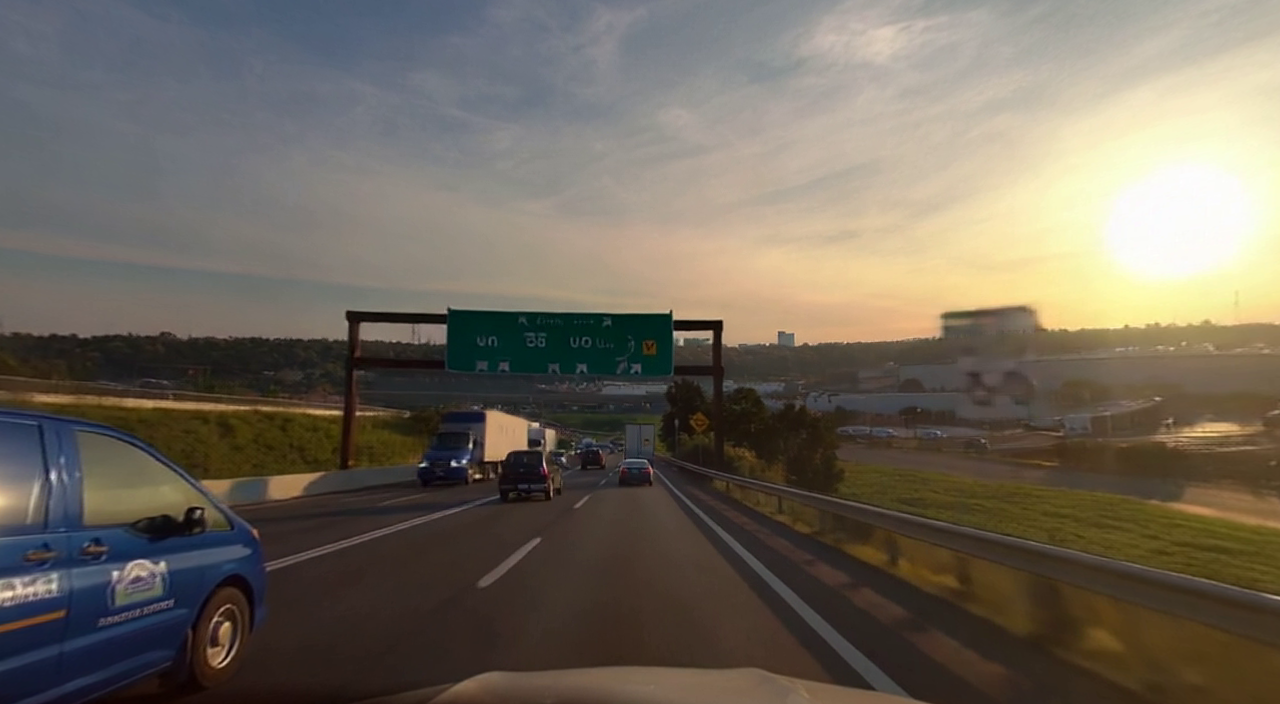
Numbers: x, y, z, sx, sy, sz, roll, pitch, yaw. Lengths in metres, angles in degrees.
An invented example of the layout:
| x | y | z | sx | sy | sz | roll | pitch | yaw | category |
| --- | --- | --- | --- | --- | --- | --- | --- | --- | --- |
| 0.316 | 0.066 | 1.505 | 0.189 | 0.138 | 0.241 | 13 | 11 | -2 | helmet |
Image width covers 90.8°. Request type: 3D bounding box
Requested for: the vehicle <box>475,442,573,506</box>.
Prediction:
| x | y | z | sx | sy | sz | roll | pitch | yaw | category |
| --- | --- | --- | --- | --- | --- | --- | --- | --- | --- |
| -3.171 | 3.427 | 18.177 | 1.937 | 1.600 | 4.141 | 0 | -9 | 1 | vehicle |

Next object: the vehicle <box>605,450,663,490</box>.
| x | y | z | sx | sy | sz | roll | pitch | yaw | category |
| --- | --- | --- | --- | --- | --- | --- | --- | --- | --- |
| -0.211 | 4.514 | 24.472 | 2.095 | 1.393 | 3.908 | 0 | -9 | 0 | vehicle |

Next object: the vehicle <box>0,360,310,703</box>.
| x | y | z | sx | sy | sz | roll | pitch | yaw | category |
| --- | --- | --- | --- | --- | --- | --- | --- | --- | --- |
| -3.186 | 0.816 | 1.650 | 2.117 | 1.688 | 4.582 | 0 | -9 | 0 | vehicle |

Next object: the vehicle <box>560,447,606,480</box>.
| x | y | z | sx | sy | sz | roll | pitch | yaw | category |
| --- | --- | --- | --- | --- | --- | --- | --- | --- | --- |
| -2.997 | 5.960 | 33.997 | 1.994 | 1.663 | 4.047 | 0 | -9 | 1 | vehicle |

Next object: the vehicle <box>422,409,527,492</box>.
| x | y | z | sx | sy | sz | roll | pitch | yaw | category |
| --- | --- | --- | --- | --- | --- | --- | --- | --- | --- |
| -6.796 | 4.162 | 26.941 | 2.633 | 3.064 | 6.542 | -1 | -9 | 1 | vehicle |
